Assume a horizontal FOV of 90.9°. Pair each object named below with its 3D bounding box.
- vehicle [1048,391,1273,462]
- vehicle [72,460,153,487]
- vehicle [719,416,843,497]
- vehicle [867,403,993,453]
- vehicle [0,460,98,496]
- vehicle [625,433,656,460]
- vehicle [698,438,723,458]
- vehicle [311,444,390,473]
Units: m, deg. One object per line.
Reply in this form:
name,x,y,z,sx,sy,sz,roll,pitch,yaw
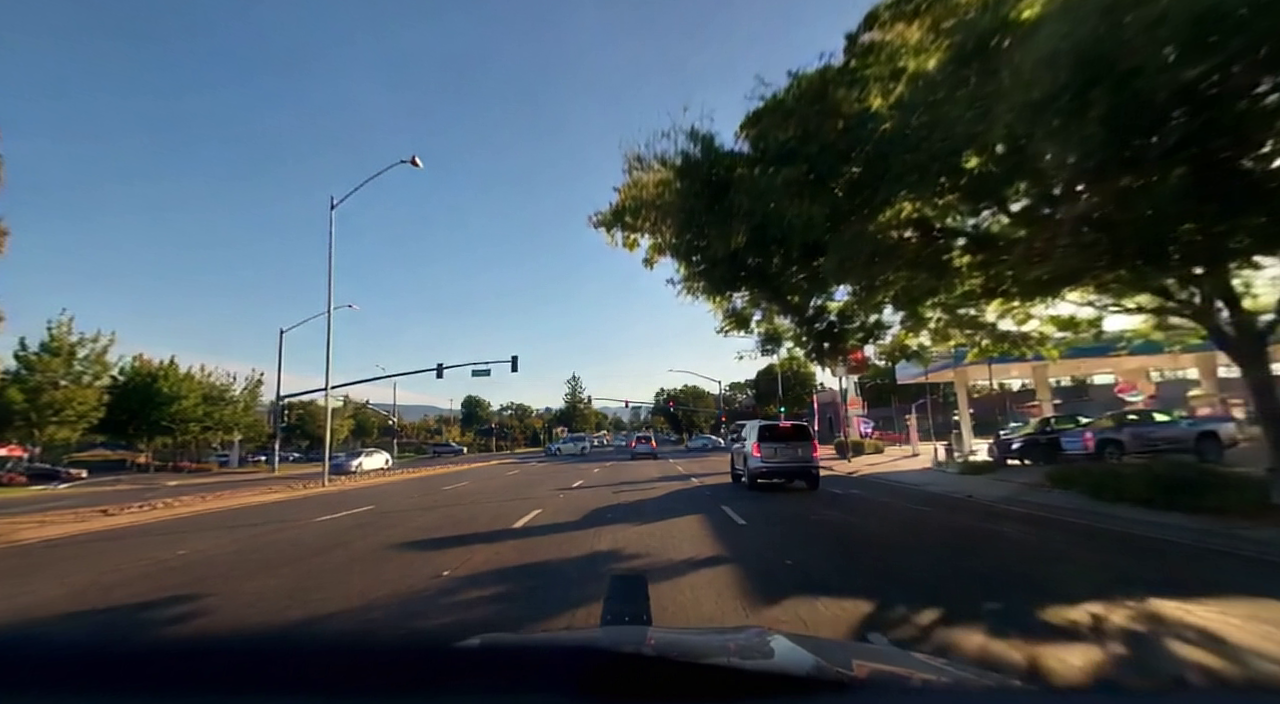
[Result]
vehicle,15.805,2.318,19.397,4.864,2.023,2.132,0,-9,2
vehicle,-40.048,9.205,47.927,4.632,1.454,1.808,2,-9,-42
vehicle,3.411,2.659,16.250,2.083,1.779,4.347,0,-9,-1
vehicle,16.223,4.298,35.475,5.790,2.675,2.554,1,-9,-5
vehicle,-29.664,6.138,31.044,1.870,1.508,4.441,0,-9,2
vehicle,0.066,6.542,43.623,2.067,1.702,3.987,0,-9,1
vehicle,5.293,7.260,47.504,1.719,1.420,4.007,-1,-9,4
vehicle,-17.348,6.373,37.987,1.883,1.623,4.588,-2,-9,12
